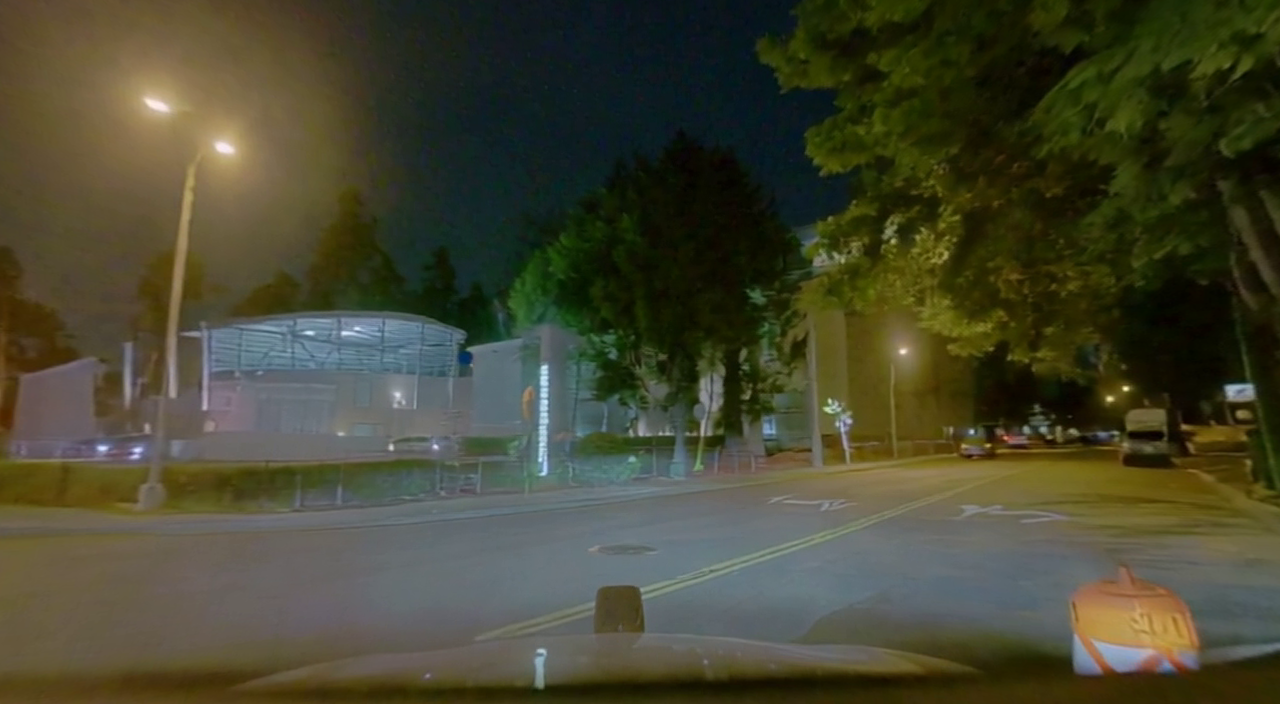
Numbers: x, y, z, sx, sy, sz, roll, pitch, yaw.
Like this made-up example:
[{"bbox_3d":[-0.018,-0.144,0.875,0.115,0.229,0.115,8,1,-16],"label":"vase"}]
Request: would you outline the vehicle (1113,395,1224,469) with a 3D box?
[{"bbox_3d":[20.831,3.253,25.273,2.784,2.533,6.764,-5,-10,35],"label":"vehicle"}]
